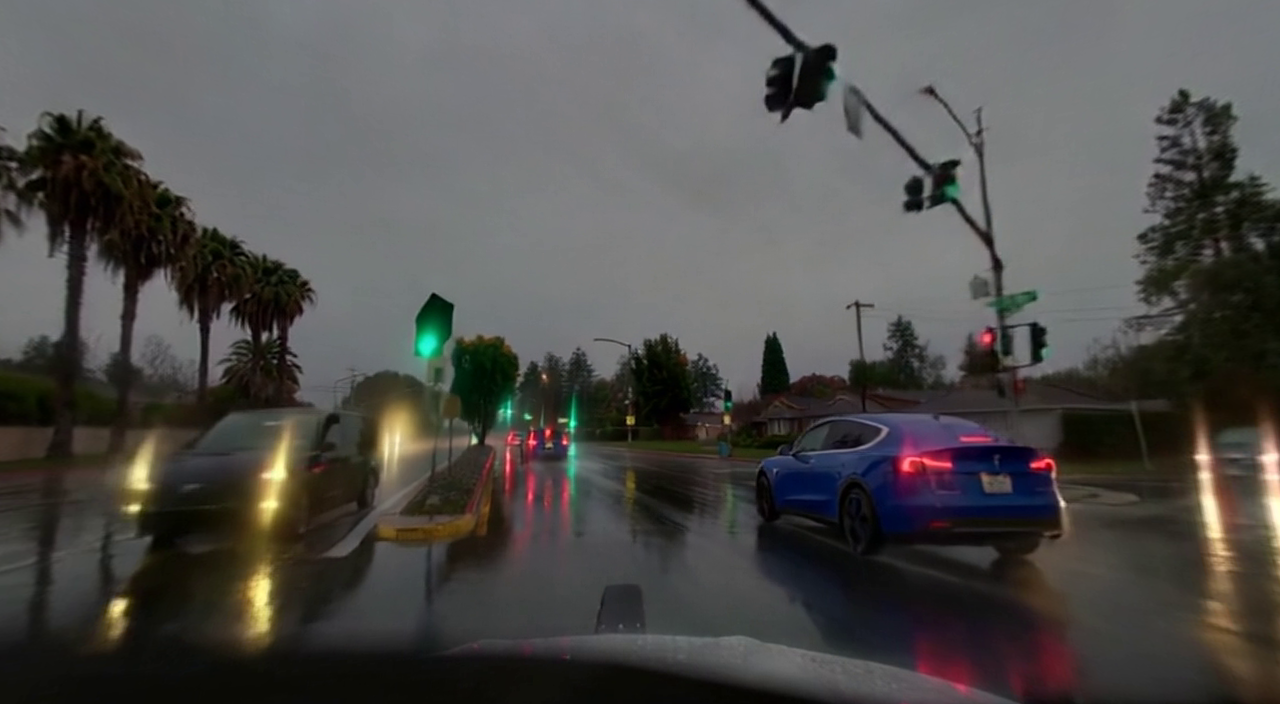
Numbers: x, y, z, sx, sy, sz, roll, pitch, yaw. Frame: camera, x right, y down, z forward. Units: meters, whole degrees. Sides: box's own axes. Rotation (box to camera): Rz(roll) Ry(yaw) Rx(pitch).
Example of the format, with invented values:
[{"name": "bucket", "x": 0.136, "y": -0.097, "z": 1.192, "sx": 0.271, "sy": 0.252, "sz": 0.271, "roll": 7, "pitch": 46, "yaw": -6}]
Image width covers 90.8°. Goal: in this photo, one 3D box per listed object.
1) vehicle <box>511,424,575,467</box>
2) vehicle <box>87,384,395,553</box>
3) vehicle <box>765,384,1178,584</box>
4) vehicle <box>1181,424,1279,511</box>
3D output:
[{"name": "vehicle", "x": -4.390, "y": 4.118, "z": 27.938, "sx": 2.341, "sy": 1.709, "sz": 4.466, "roll": 2, "pitch": -9, "yaw": -14}, {"name": "vehicle", "x": -5.579, "y": 1.714, "z": 9.969, "sx": 2.283, "sy": 1.878, "sz": 5.384, "roll": 2, "pitch": -9, "yaw": -12}, {"name": "vehicle", "x": 3.645, "y": 1.588, "z": 8.491, "sx": 2.205, "sy": 1.803, "sz": 5.135, "roll": 1, "pitch": -8, "yaw": -9}, {"name": "vehicle", "x": 14.667, "y": 2.570, "z": 14.748, "sx": 5.224, "sy": 1.688, "sz": 2.290, "roll": 5, "pitch": -11, "yaw": -42}]
